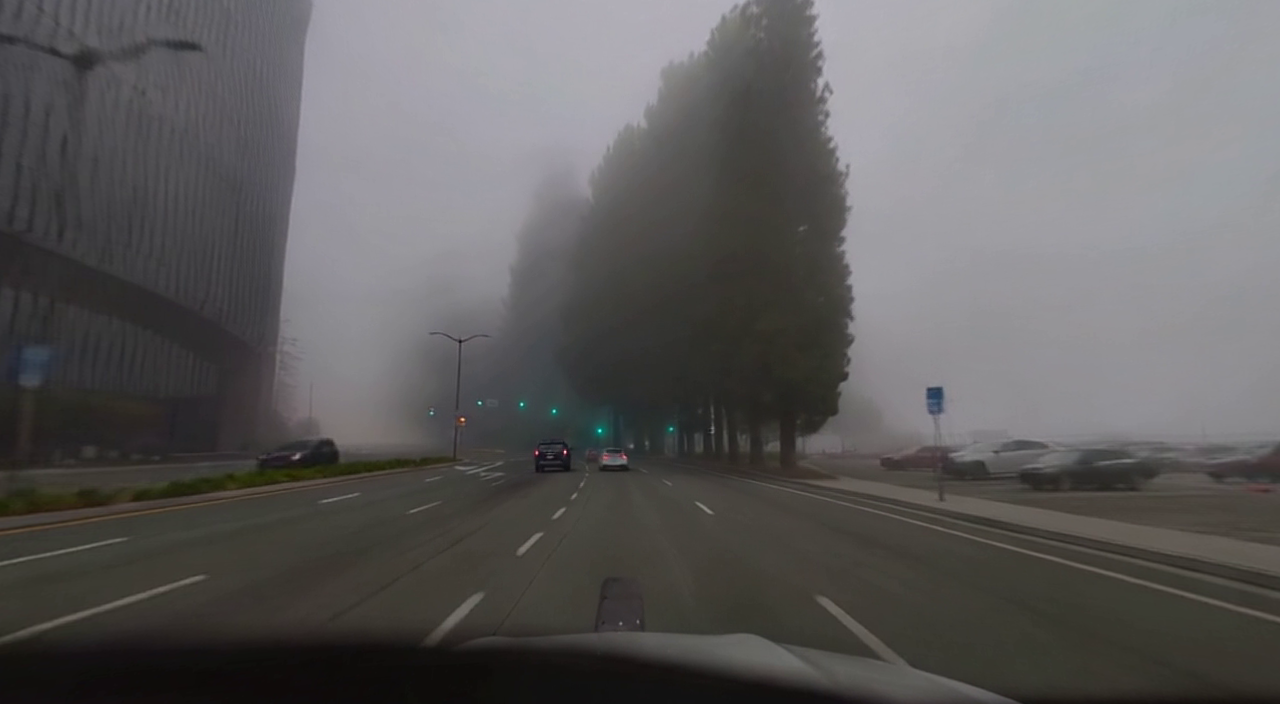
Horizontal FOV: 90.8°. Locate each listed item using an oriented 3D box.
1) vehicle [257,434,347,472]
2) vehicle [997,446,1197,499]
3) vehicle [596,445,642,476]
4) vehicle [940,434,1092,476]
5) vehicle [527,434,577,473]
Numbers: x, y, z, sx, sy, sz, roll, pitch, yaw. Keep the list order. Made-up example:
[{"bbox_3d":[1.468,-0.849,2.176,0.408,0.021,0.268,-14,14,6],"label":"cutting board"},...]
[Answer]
[{"bbox_3d":[-15.781,4.755,29.822,1.856,1.625,4.574,0,-8,-3],"label":"vehicle"},{"bbox_3d":[13.568,3.580,19.002,4.470,1.429,1.878,0,-7,3],"label":"vehicle"},{"bbox_3d":[-1.025,5.103,30.006,2.050,1.385,4.096,0,-8,-3],"label":"vehicle"},{"bbox_3d":[13.570,3.750,22.994,4.373,1.437,1.630,-1,-9,3],"label":"vehicle"},{"bbox_3d":[-4.345,5.079,31.829,2.001,1.784,4.483,0,-8,-2],"label":"vehicle"}]
